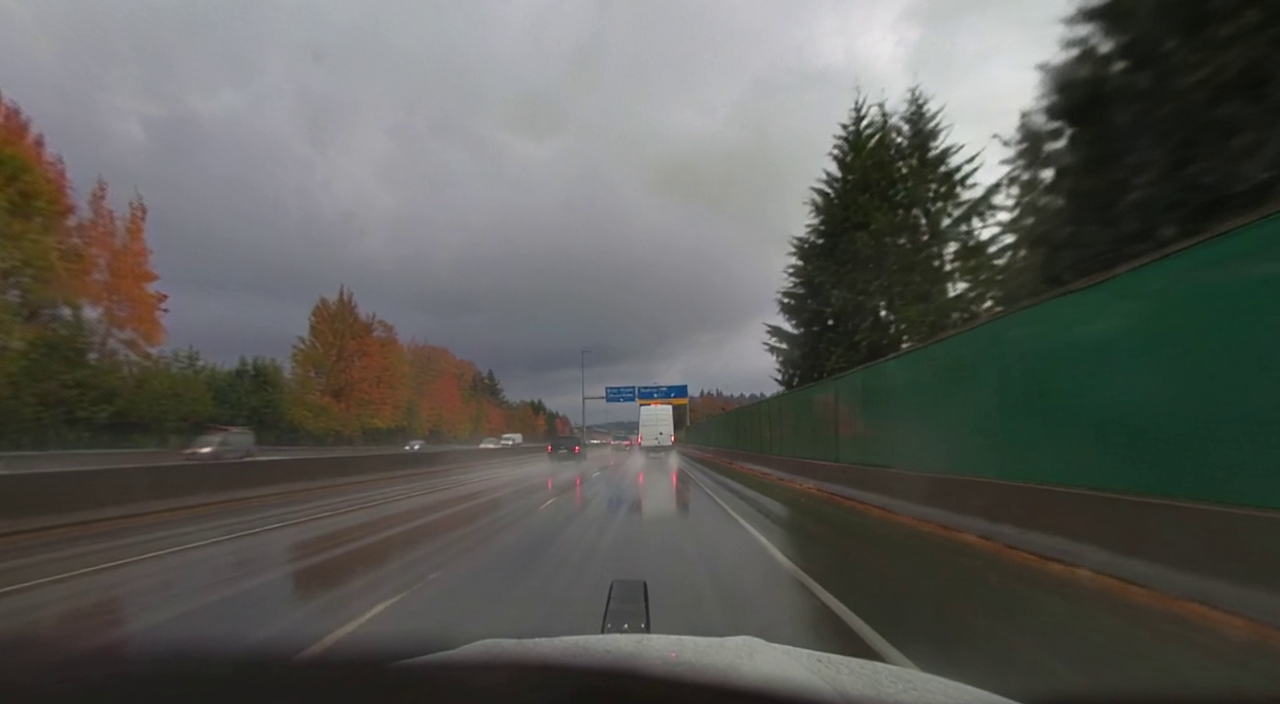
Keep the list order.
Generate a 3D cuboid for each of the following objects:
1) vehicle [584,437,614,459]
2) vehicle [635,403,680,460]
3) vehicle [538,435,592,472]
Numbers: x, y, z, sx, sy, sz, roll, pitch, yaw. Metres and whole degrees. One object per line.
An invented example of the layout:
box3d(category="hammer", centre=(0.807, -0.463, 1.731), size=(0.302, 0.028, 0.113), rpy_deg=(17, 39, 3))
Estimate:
box3d(category="vehicle", centre=(-3.015, 7.151, 46.854), size=(1.962, 1.575, 4.158), rpy_deg=(0, -8, 0))
box3d(category="vehicle", centre=(1.244, 5.970, 46.504), size=(2.933, 3.701, 10.425), rpy_deg=(0, -8, 1))
box3d(category="vehicle", centre=(-3.387, 4.653, 29.046), size=(1.927, 1.556, 3.921), rpy_deg=(0, -8, 1))
